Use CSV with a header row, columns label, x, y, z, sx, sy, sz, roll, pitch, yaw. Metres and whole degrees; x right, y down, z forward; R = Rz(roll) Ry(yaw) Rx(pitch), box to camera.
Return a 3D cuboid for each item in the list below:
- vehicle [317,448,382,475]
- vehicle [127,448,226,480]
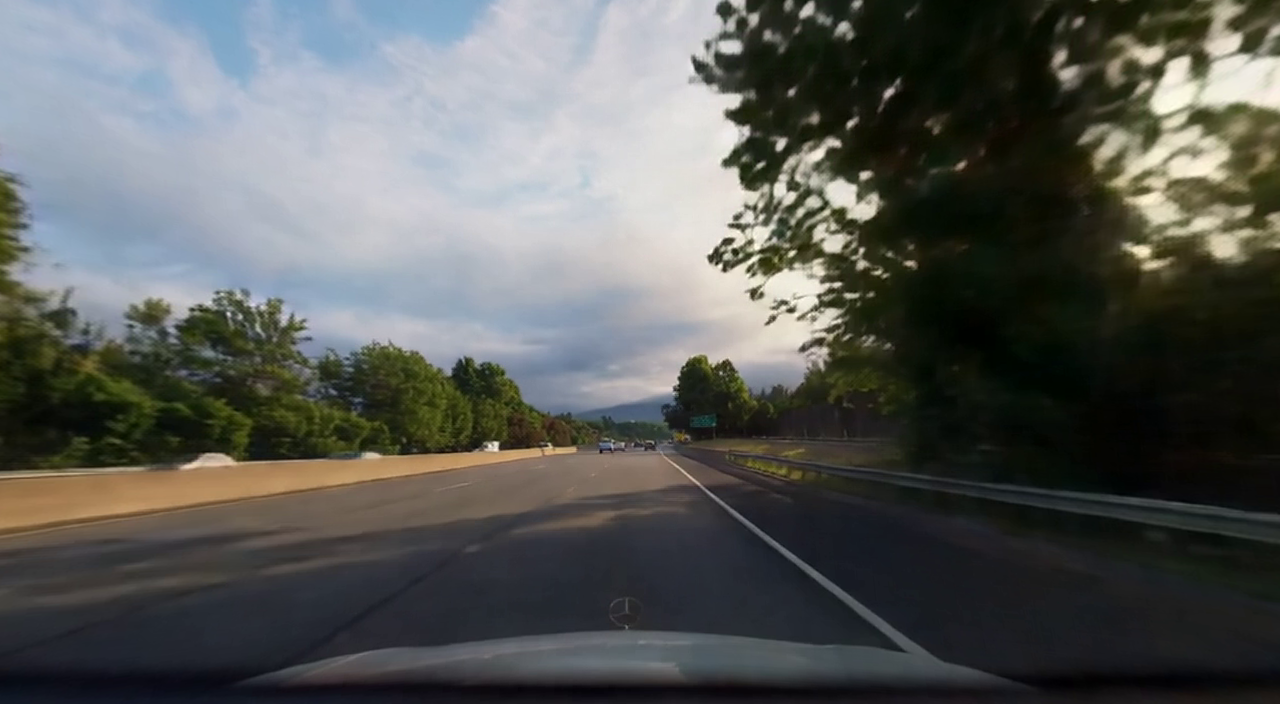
label,x,y,z,sx,sy,sz,roll,pitch,yaw
vehicle,-15.967,6.008,34.806,1.760,1.376,3.808,0,-8,1
vehicle,-23.683,5.700,32.386,1.899,1.468,4.131,0,-8,1
